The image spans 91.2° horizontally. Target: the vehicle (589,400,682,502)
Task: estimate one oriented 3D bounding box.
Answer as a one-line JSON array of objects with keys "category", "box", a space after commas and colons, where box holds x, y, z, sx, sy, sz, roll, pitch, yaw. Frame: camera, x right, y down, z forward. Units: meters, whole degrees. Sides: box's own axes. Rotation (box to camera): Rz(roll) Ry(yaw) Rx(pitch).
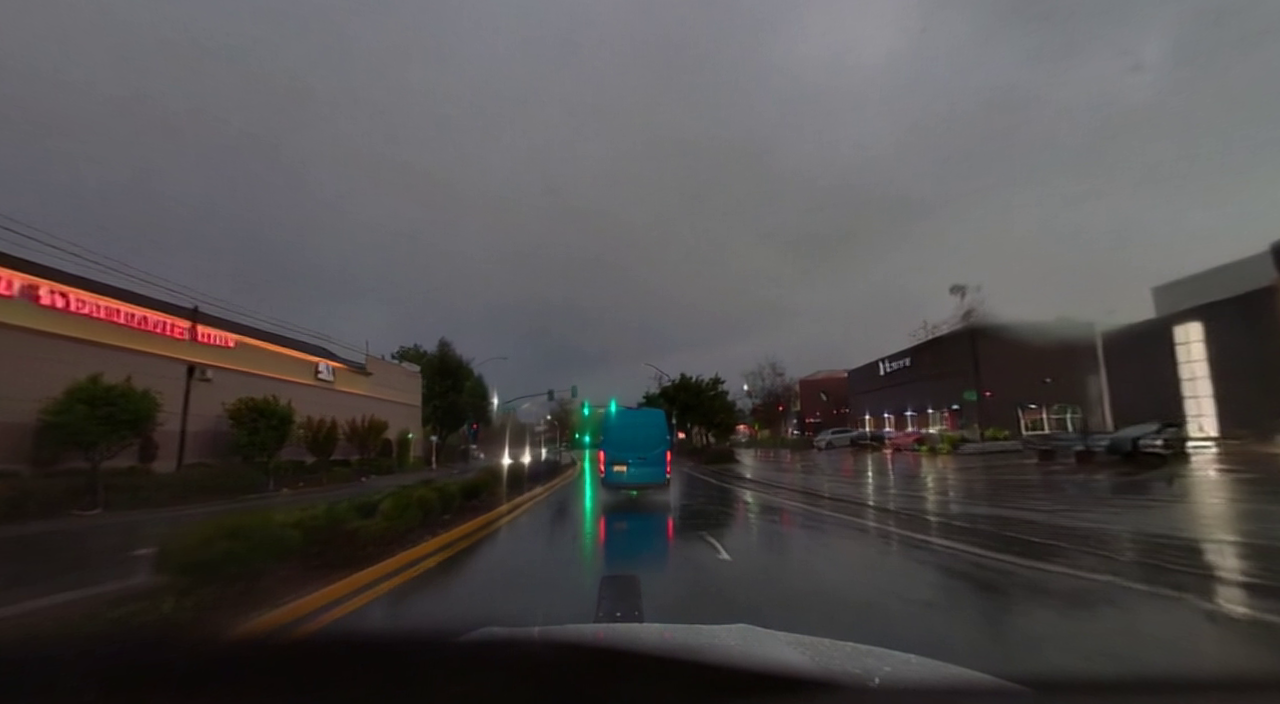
[{"category": "vehicle", "box": [-0.178, 3.024, 19.299, 2.432, 2.624, 5.670, 0, -9, -1]}]
